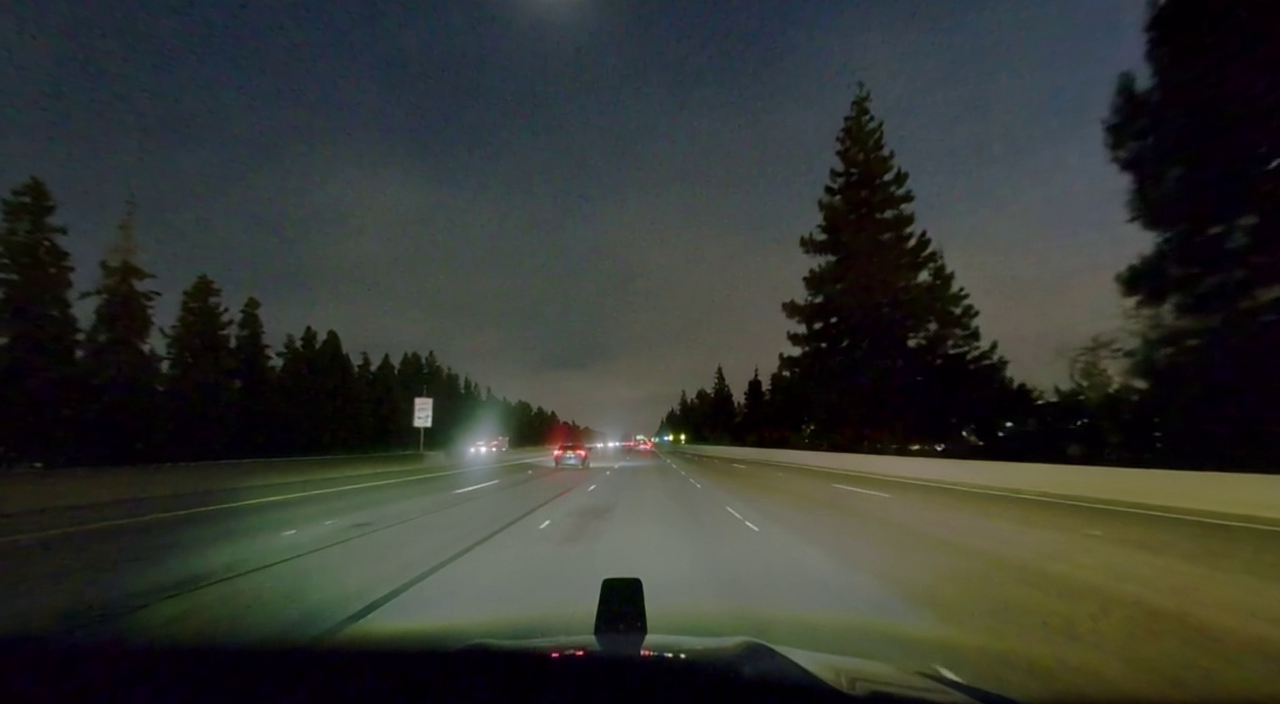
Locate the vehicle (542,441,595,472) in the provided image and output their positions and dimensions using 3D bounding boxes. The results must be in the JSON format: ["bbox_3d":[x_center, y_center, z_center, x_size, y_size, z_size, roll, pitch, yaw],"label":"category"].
[{"bbox_3d":[-3.509,5.200,31.665,2.128,1.450,4.078,0,-8,1],"label":"vehicle"}]
